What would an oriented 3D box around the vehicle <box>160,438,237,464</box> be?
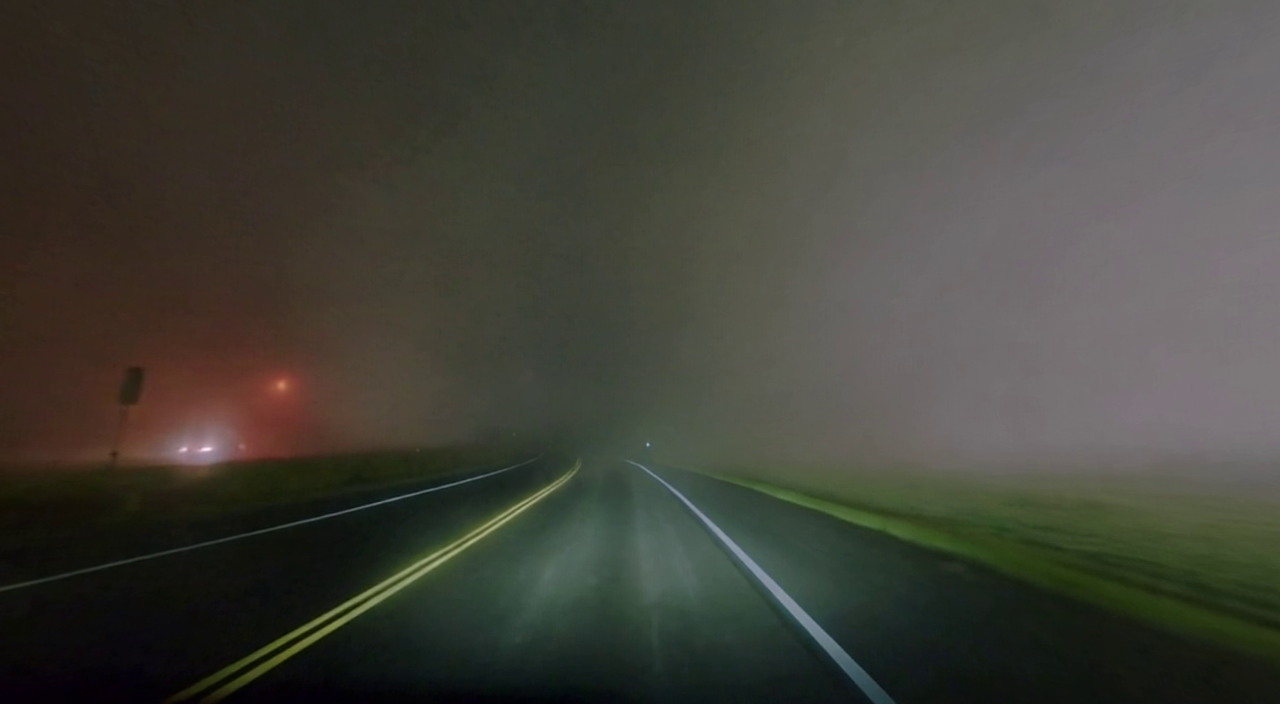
[{"bbox_3d":[-27.322,6.149,39.188,1.826,1.469,4.432,0,-9,-4],"label":"vehicle"}]
